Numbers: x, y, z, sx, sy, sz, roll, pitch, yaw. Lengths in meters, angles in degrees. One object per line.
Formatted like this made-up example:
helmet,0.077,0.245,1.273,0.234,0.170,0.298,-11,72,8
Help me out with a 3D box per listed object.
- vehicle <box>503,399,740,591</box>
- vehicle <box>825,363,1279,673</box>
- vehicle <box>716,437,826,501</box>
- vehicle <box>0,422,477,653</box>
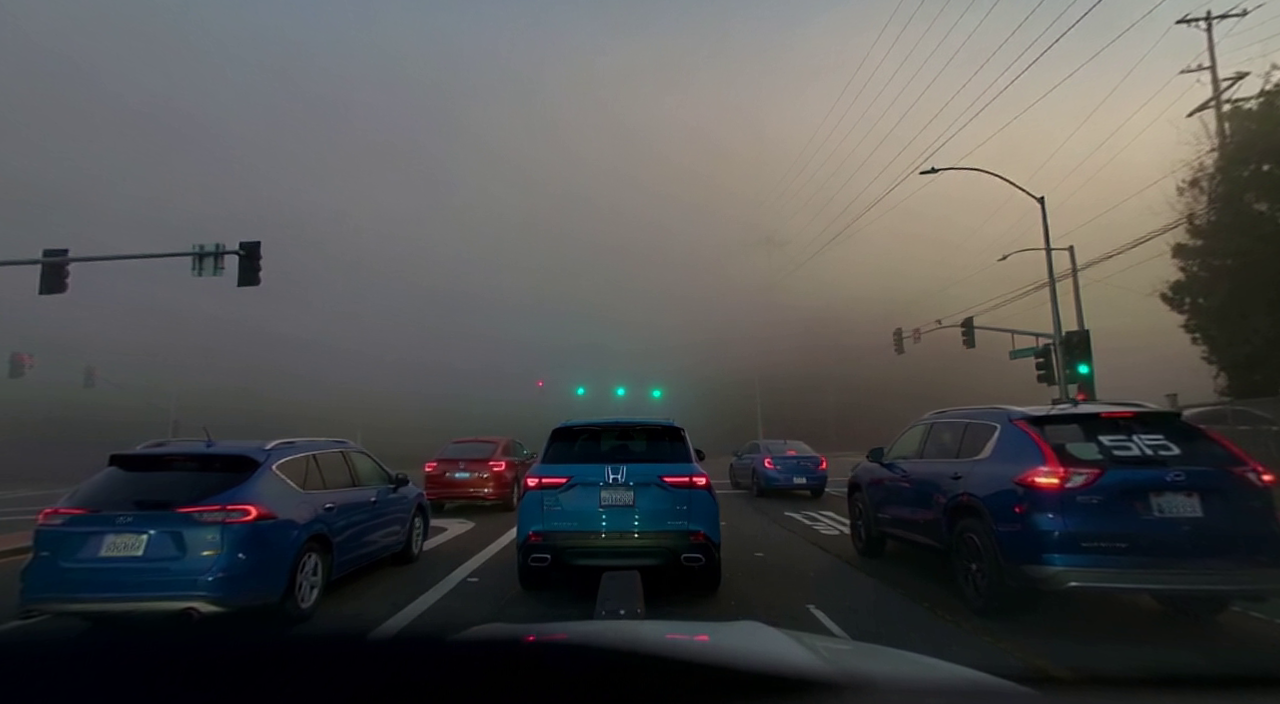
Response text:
vehicle,-0.136,1.590,7.778,2.111,1.712,4.078,0,-9,1
vehicle,3.518,1.301,6.040,1.999,1.789,4.583,0,-9,-1
vehicle,3.357,3.086,17.096,1.949,1.479,4.489,0,-9,-1
vehicle,-3.191,1.533,6.358,1.881,1.466,4.484,0,-9,0
